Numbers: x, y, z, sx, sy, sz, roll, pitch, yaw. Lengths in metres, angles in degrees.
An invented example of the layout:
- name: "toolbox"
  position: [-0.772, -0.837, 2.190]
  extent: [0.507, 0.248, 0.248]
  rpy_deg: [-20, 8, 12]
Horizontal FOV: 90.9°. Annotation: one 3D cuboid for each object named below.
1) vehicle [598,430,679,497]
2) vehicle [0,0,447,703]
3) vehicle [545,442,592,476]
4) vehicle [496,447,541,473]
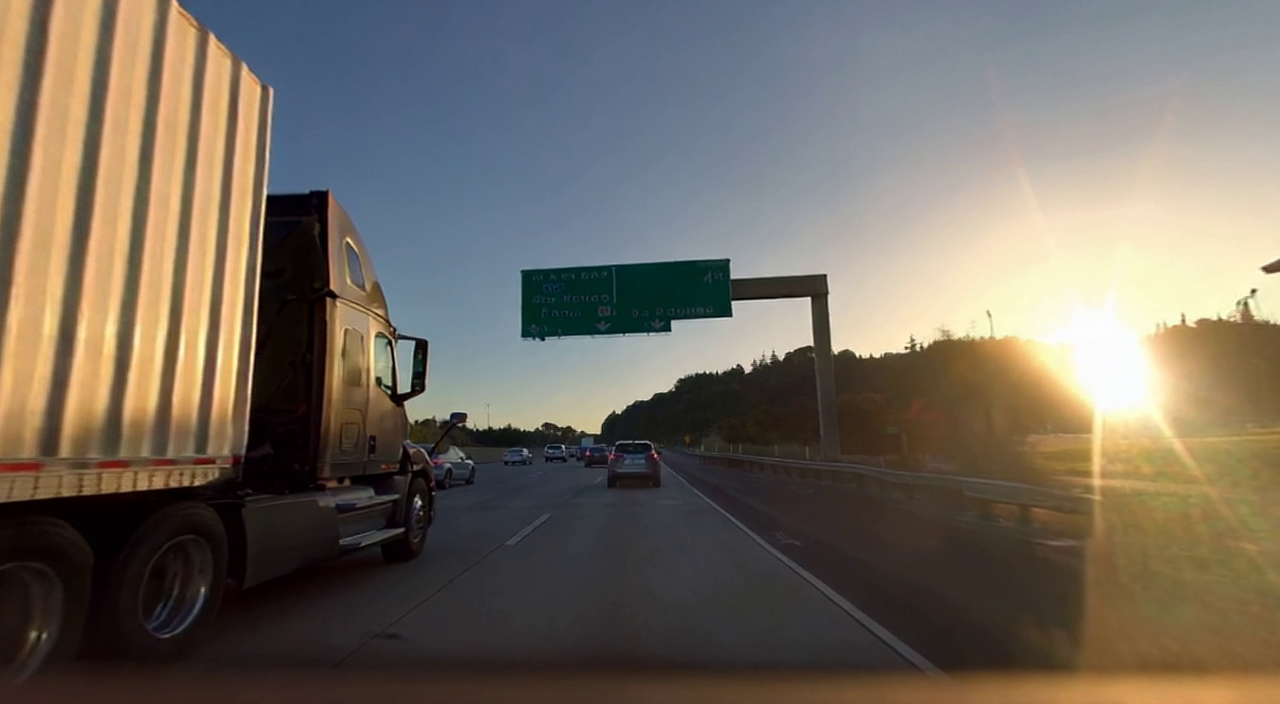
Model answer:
- name: "vehicle"
  position: [-0.002, 3.284, 18.845]
  extent: [2.152, 1.779, 3.924]
  rpy_deg: [0, -9, 1]
- name: "vehicle"
  position: [-3.790, -0.287, 2.832]
  extent: [2.990, 3.885, 8.540]
  rpy_deg: [0, -9, 1]
- name: "vehicle"
  position: [-3.685, 5.594, 33.175]
  extent: [1.952, 1.649, 4.131]
  rpy_deg: [0, -9, 0]
- name: "vehicle"
  position: [-7.296, 6.517, 38.254]
  extent: [1.869, 1.466, 4.217]
  rpy_deg: [0, -9, 1]
